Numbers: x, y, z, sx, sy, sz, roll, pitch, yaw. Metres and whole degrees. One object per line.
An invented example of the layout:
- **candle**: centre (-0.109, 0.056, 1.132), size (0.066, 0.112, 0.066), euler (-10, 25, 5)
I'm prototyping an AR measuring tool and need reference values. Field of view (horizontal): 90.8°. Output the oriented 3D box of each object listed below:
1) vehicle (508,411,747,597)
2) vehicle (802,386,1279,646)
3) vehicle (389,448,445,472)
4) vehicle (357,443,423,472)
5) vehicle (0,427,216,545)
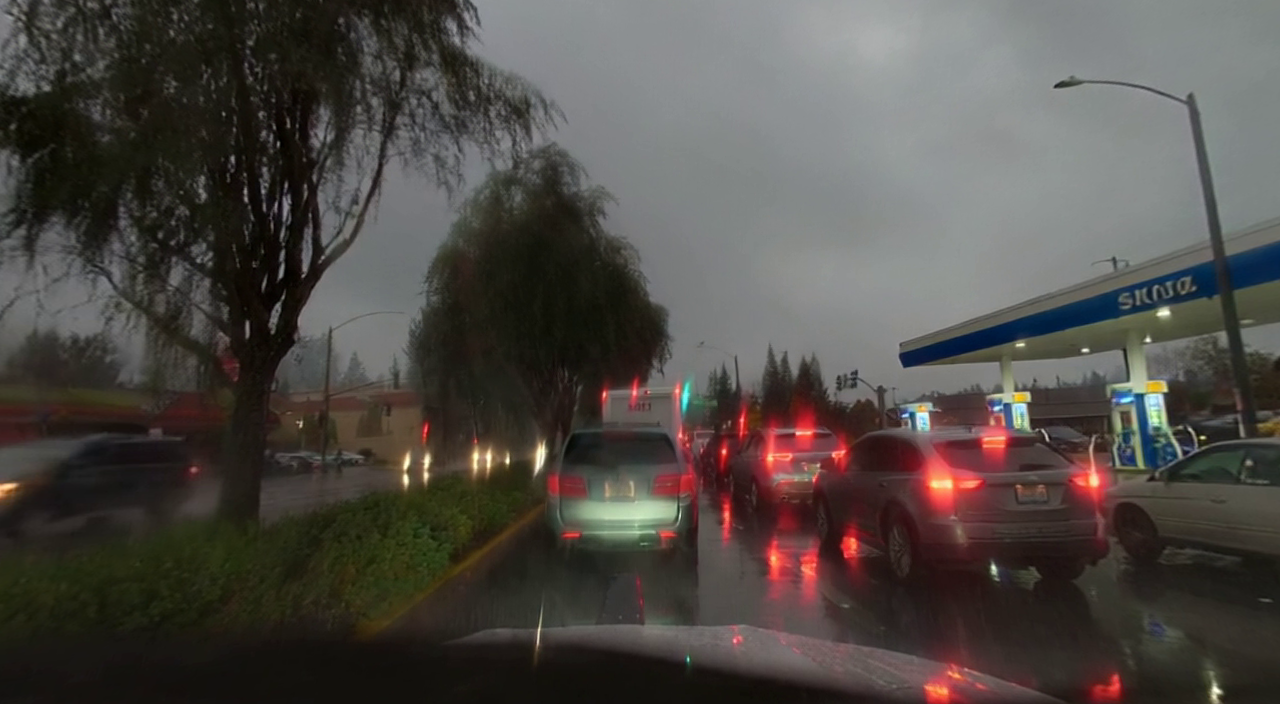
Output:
- **vehicle**: centre (-0.150, 1.619, 7.499), size (2.106, 1.613, 3.697), euler (0, -9, -1)
- **vehicle**: centre (3.368, 1.411, 6.473), size (2.056, 1.700, 4.399), euler (0, -9, -2)
- **vehicle**: centre (-14.785, 7.182, 42.200), size (2.011, 1.465, 4.528), euler (-1, -9, 1)
- **vehicle**: centre (-17.920, 7.567, 45.595), size (2.325, 1.938, 5.913), euler (0, -9, 0)
- **vehicle**: centre (-10.885, 2.407, 12.006), size (2.190, 1.778, 5.033), euler (0, -9, -1)
